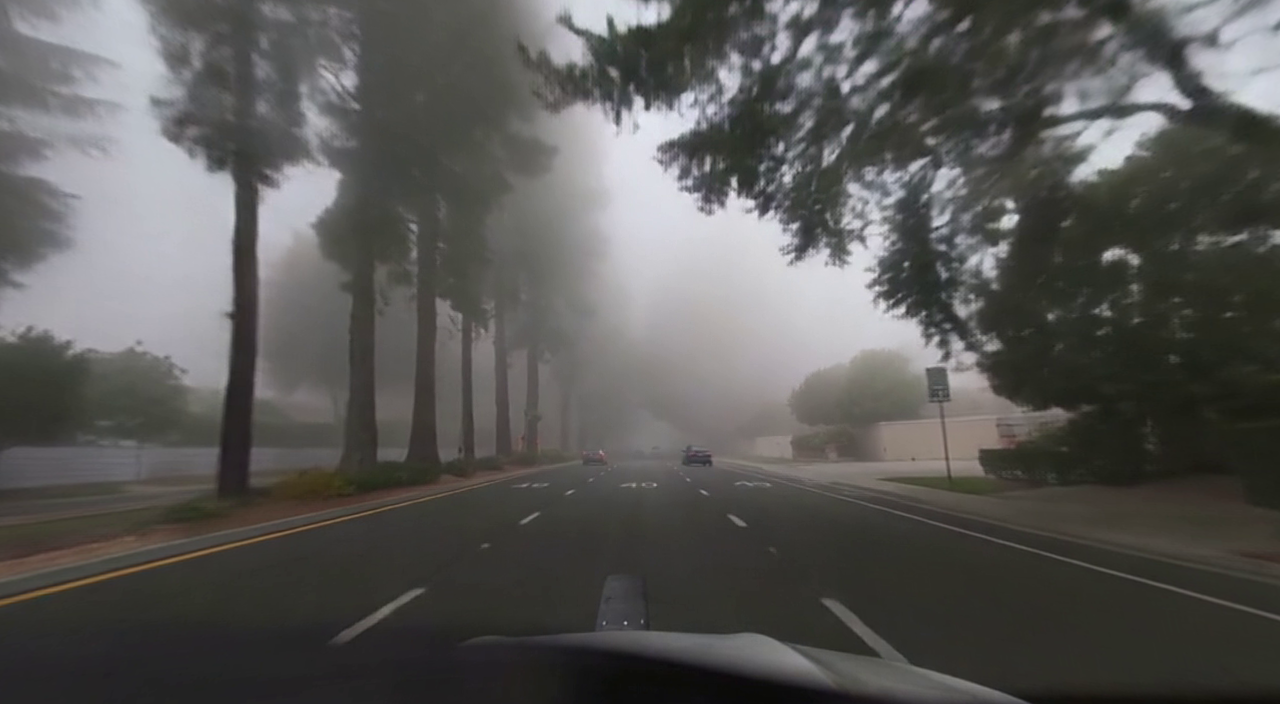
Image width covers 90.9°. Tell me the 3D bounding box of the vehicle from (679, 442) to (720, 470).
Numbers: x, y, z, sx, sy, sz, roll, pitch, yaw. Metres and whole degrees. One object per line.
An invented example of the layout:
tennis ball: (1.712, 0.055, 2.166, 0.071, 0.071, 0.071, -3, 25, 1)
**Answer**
vehicle: (3.465, 6.127, 37.291, 1.992, 1.511, 4.464, 0, -9, 0)

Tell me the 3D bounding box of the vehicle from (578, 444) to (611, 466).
vehicle: (-3.335, 7.631, 46.785, 2.011, 1.480, 4.517, 0, -9, 1)
